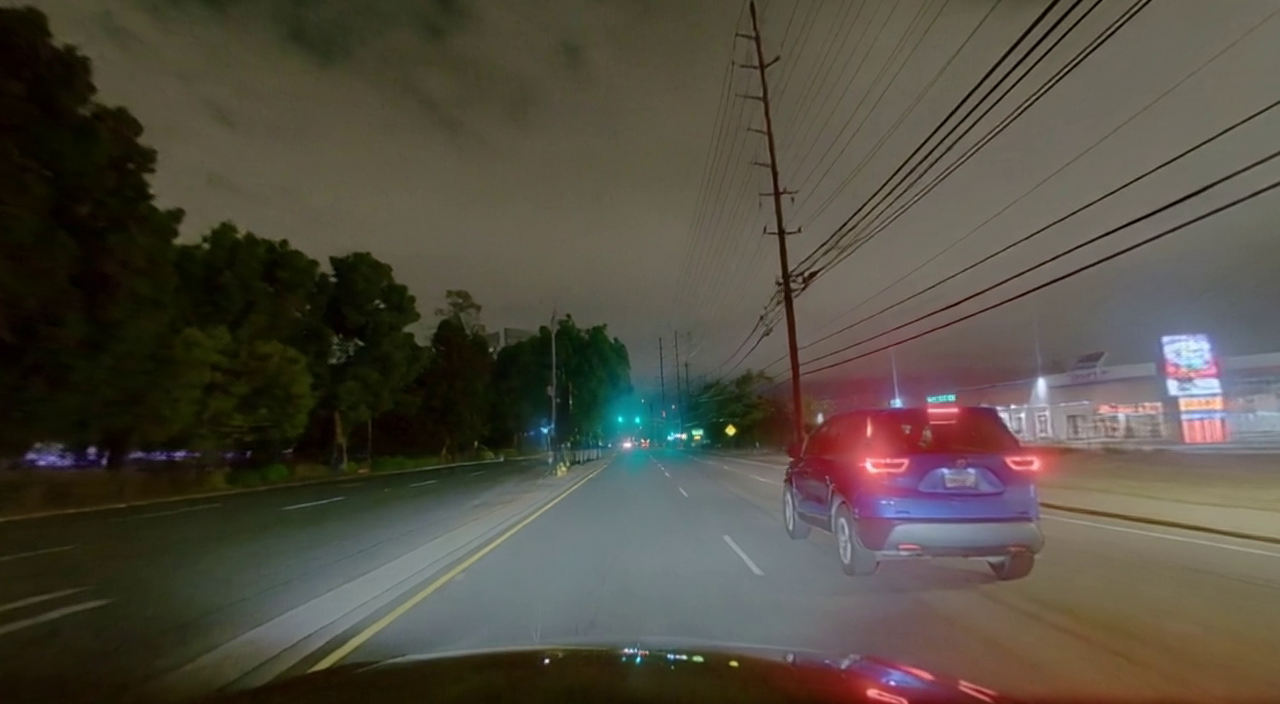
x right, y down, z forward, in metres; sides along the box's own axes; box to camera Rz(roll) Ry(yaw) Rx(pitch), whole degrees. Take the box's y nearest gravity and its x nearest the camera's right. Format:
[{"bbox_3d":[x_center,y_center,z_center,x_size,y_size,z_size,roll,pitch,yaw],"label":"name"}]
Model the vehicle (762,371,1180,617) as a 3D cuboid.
[{"bbox_3d":[2.931,1.400,7.142,2.060,1.820,4.713,0,-9,-1],"label":"vehicle"}]
